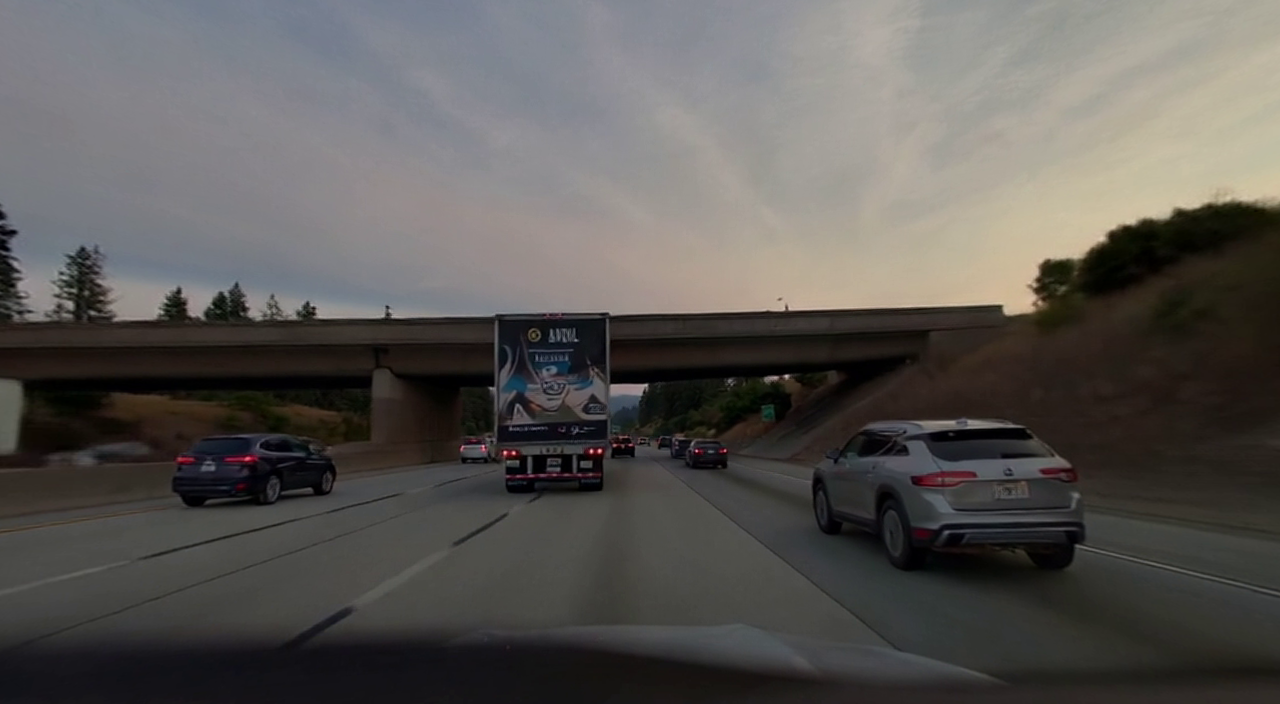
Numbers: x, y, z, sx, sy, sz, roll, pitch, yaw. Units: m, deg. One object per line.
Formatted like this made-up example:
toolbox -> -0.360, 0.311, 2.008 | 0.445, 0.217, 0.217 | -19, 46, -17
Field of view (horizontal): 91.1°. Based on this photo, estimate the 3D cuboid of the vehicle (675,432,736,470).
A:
vehicle -> 2.766, 4.311, 27.688 | 2.003, 1.519, 4.580 | 0, -8, -2

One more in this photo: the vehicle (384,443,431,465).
vehicle -> -17.470, 7.676, 47.367 | 1.874, 1.491, 4.393 | 0, -7, 0

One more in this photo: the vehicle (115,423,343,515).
vehicle -> -8.562, 2.435, 13.744 | 2.048, 1.652, 4.421 | 0, -8, -1

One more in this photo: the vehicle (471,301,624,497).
vehicle -> -2.202, 1.545, 17.193 | 2.911, 3.787, 9.905 | 1, -8, -5

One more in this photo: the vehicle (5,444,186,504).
vehicle -> -16.506, 3.674, 19.411 | 1.933, 1.573, 4.153 | 0, -8, -2

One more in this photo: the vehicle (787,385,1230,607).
vehicle -> 3.300, 1.371, 6.980 | 2.118, 1.647, 4.400 | 0, -8, -2
